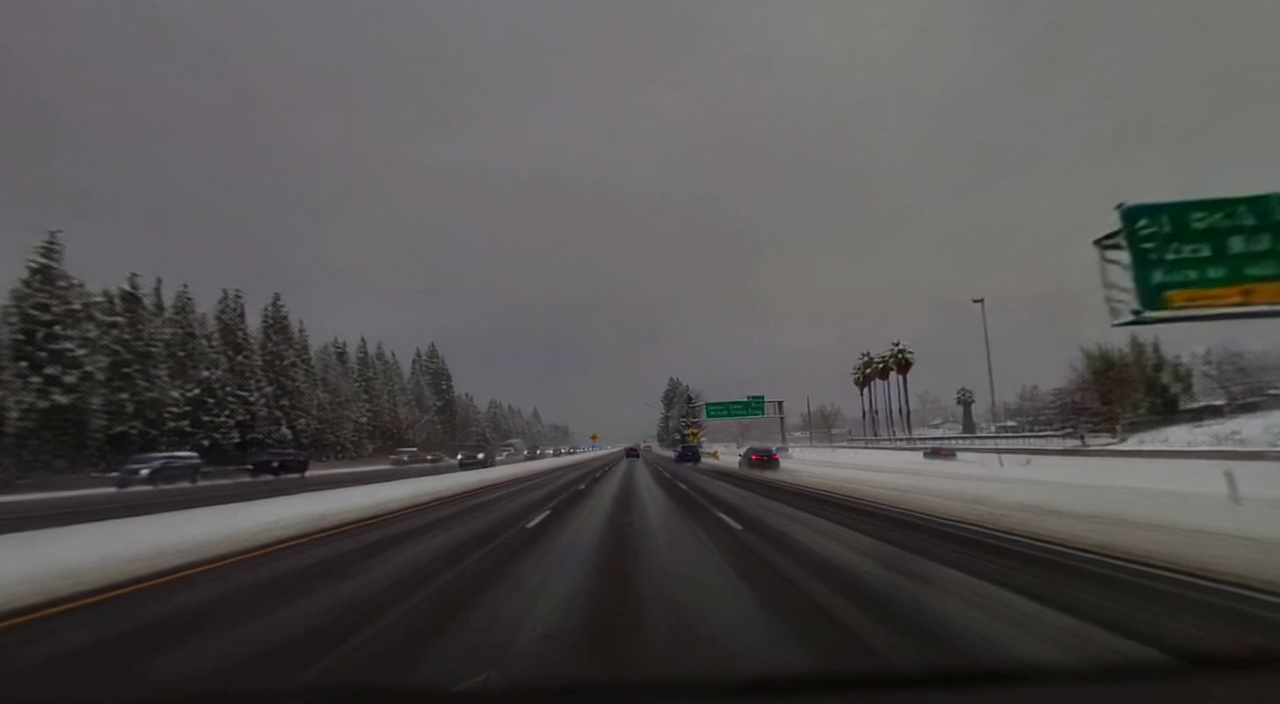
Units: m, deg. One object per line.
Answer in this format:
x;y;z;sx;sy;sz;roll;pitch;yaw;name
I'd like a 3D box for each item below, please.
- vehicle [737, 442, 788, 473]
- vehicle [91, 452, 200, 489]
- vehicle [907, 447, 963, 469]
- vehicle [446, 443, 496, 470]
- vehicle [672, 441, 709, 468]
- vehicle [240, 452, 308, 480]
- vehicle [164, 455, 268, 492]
6.777;5.872;35.318;1.902;1.623;4.360;0;-8;-1;vehicle
-28.180;6.751;36.139;2.257;1.886;4.899;0;-8;0;vehicle
20.323;7.294;43.577;1.774;1.457;4.653;0;-8;2;vehicle
-12.828;7.946;48.164;2.256;1.886;5.220;0;-8;1;vehicle
3.333;6.833;42.052;2.035;1.704;3.867;0;-8;-1;vehicle
-24.137;7.505;41.738;1.914;1.698;4.353;0;-8;-1;vehicle
-19.857;5.669;29.741;1.715;1.478;4.670;0;-8;-1;vehicle
